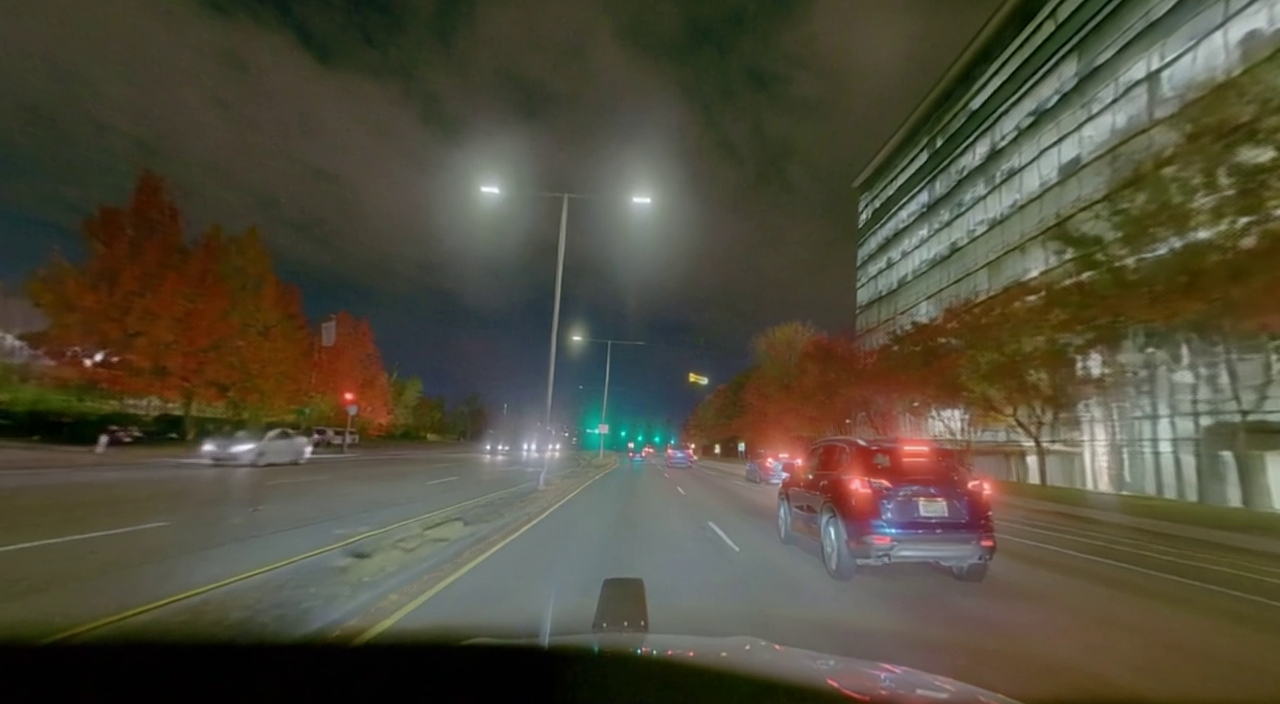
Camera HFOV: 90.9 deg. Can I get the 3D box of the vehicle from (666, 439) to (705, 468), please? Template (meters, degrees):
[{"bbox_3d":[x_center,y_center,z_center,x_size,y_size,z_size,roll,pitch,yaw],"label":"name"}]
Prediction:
[{"bbox_3d":[3.039,6.891,42.915,2.154,1.844,4.634,0,-8,-1],"label":"vehicle"}]

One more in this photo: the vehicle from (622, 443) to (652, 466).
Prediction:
[{"bbox_3d":[-0.239,7.139,44.029,1.991,1.477,3.814,0,-8,-1],"label":"vehicle"}]

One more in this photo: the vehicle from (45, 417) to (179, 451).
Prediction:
[{"bbox_3d":[-26.949,4.201,32.300,4.787,1.664,2.211,0,-8,-1],"label":"vehicle"}]

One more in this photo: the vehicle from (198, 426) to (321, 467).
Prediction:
[{"bbox_3d":[-14.960,3.762,25.192,1.987,1.475,4.708,0,-8,0],"label":"vehicle"}]

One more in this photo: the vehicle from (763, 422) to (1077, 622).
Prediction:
[{"bbox_3d":[2.795,1.744,7.414,1.901,1.634,3.896,2,-8,0],"label":"vehicle"}]
